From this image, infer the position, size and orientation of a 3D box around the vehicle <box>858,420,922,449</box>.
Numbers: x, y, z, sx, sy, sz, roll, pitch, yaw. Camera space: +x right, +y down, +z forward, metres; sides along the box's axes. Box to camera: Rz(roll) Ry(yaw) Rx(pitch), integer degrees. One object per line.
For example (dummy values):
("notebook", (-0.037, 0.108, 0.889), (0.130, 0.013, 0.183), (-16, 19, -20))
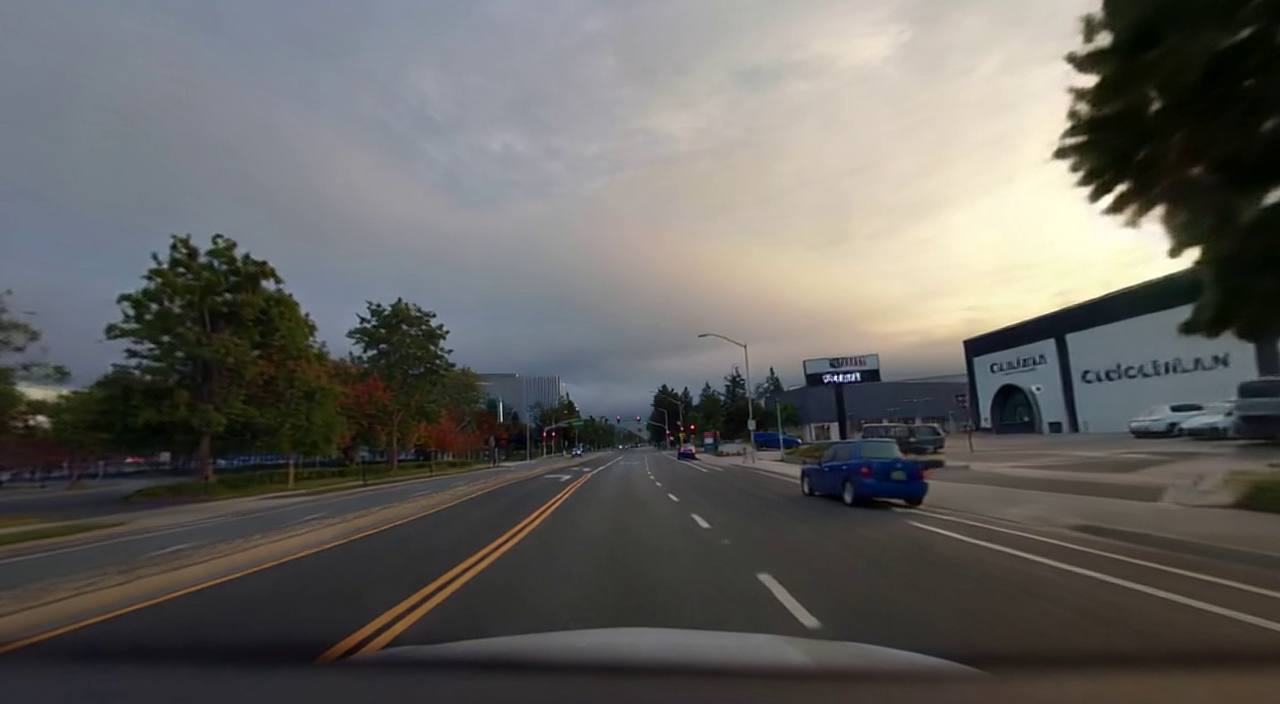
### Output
("vehicle", (16.731, 5.616, 42.467), (2.059, 1.788, 4.708), (1, -9, -5))

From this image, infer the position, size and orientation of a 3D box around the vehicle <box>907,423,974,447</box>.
("vehicle", (19.641, 5.485, 41.354), (2.021, 1.472, 4.047), (2, -9, -8))
